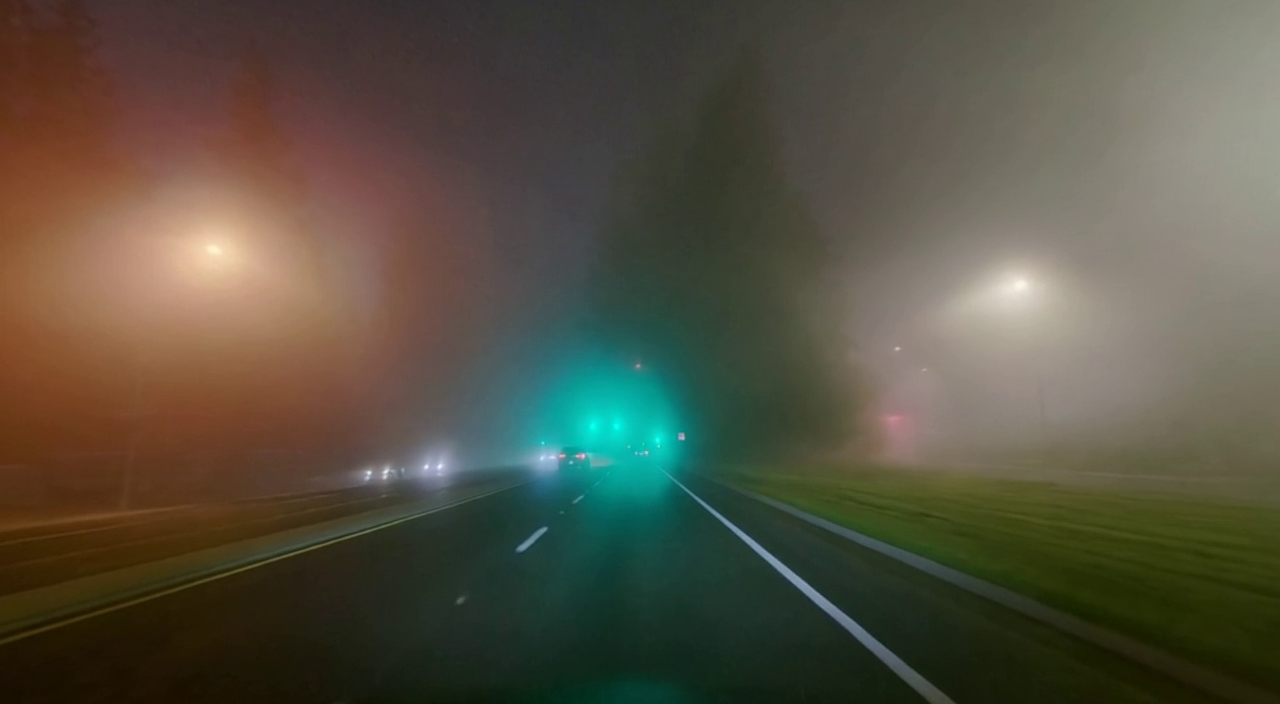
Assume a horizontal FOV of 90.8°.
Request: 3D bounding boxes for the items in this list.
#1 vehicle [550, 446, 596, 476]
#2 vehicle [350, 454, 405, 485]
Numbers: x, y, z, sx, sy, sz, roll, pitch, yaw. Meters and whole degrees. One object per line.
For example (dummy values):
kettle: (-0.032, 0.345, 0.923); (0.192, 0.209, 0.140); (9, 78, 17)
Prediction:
vehicle: (-3.554, 5.834, 34.060); (1.992, 1.447, 4.044); (0, -8, 0)
vehicle: (-17.530, 7.825, 42.372); (1.948, 1.602, 4.544); (-4, -7, -3)
